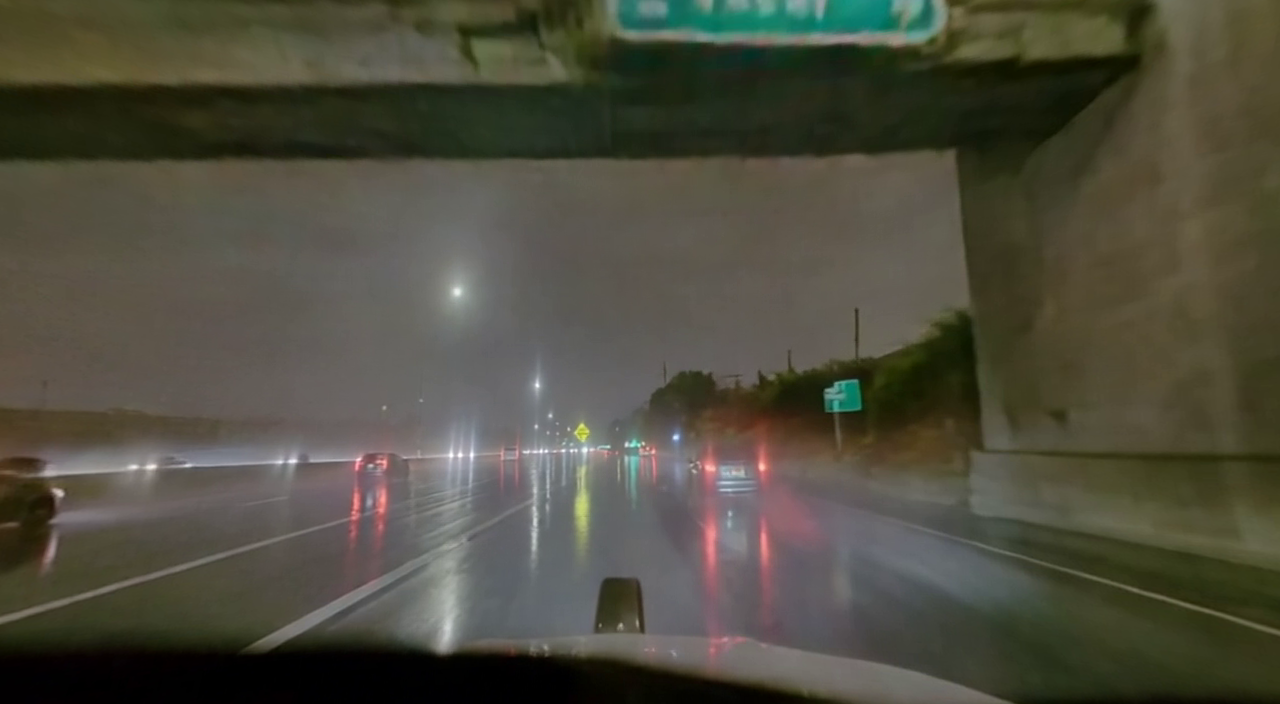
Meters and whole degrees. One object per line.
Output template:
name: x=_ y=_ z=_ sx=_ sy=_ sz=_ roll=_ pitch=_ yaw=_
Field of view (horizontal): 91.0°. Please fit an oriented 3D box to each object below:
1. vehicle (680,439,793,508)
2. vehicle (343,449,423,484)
vehicle: x=2.327 y=3.078 z=16.445 sx=2.079 sy=1.535 sz=4.316 roll=1 pitch=-9 yaw=-3
vehicle: x=-12.384 y=5.526 z=30.733 sx=2.072 sy=1.545 sz=4.687 roll=1 pitch=-9 yaw=-3
